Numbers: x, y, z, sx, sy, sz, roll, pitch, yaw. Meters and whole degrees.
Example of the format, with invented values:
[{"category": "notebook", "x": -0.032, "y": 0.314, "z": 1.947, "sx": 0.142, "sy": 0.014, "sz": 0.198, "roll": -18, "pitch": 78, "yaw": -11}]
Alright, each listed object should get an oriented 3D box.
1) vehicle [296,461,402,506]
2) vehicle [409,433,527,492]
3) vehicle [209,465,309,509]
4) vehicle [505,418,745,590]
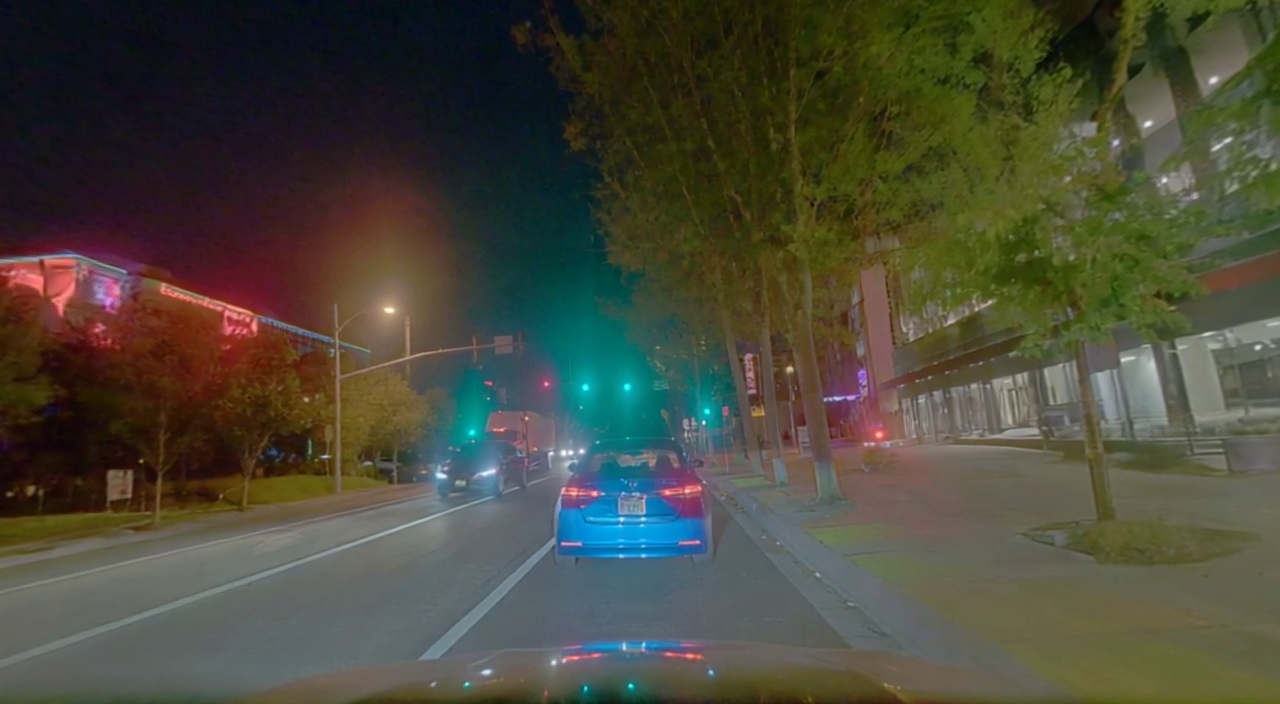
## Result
[{"category": "vehicle", "x": -11.225, "y": 5.076, "z": 24.723, "sx": 2.010, "sy": 1.483, "sz": 4.324, "roll": 0, "pitch": -8, "yaw": 1}, {"category": "vehicle", "x": -6.001, "y": 3.963, "z": 23.050, "sx": 2.402, "sy": 1.852, "sz": 6.057, "roll": -1, "pitch": -8, "yaw": 2}, {"category": "vehicle", "x": -17.441, "y": 6.153, "z": 28.916, "sx": 3.516, "sy": 1.383, "sz": 1.704, "roll": -10, "pitch": -10, "yaw": 1}, {"category": "vehicle", "x": -0.054, "y": 1.621, "z": 7.534, "sx": 2.094, "sy": 1.478, "sz": 3.922, "roll": -1, "pitch": -8, "yaw": 2}]
